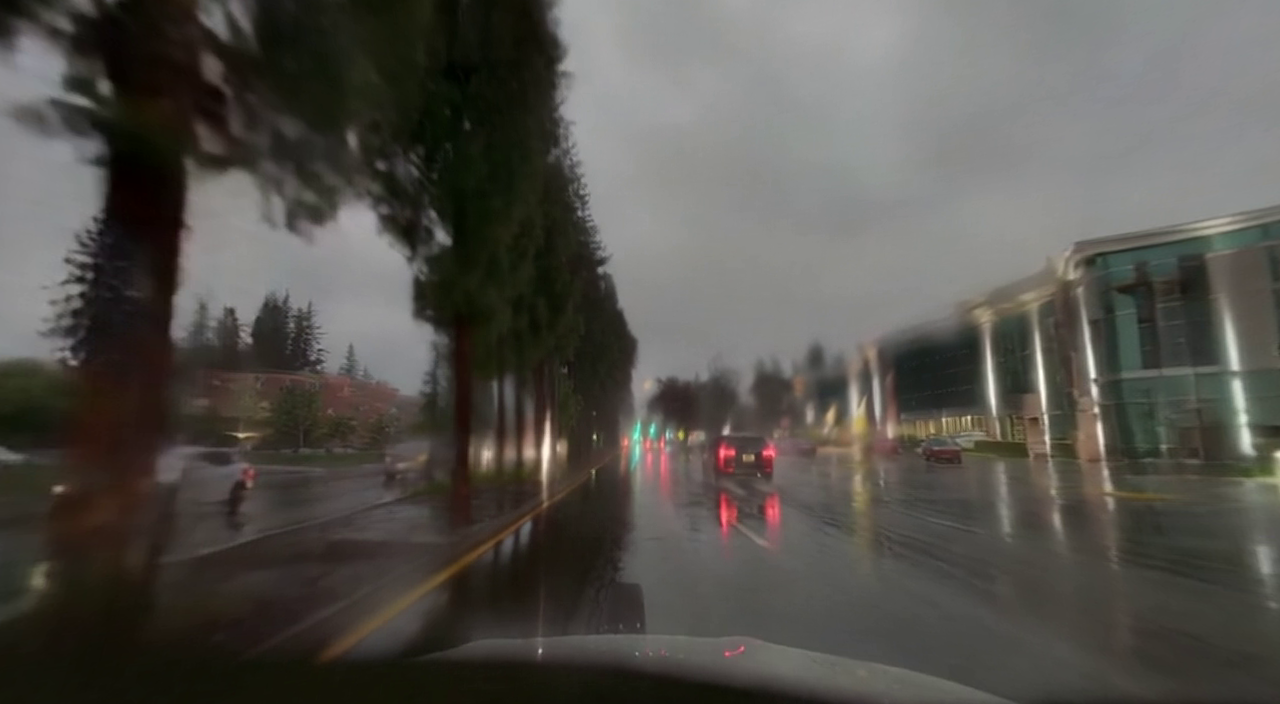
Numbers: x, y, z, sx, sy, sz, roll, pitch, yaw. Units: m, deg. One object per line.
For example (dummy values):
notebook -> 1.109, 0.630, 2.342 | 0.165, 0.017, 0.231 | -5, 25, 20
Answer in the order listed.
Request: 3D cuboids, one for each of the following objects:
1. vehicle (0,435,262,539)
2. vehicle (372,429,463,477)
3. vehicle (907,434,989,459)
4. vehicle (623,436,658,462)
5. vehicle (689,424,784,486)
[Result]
vehicle -> -9.011, 2.249, 11.183 | 1.938, 1.464, 4.340 | 0, -9, 0
vehicle -> -9.429, 4.345, 27.316 | 2.165, 1.863, 4.880 | 0, -9, 0
vehicle -> 20.595, 6.340, 42.369 | 4.475, 1.592, 1.841 | 0, -9, -1
vehicle -> 0.010, 6.236, 40.622 | 2.145, 1.572, 4.021 | 0, -9, -1
vehicle -> 3.051, 3.410, 21.144 | 2.235, 1.806, 4.818 | 0, -9, -2
